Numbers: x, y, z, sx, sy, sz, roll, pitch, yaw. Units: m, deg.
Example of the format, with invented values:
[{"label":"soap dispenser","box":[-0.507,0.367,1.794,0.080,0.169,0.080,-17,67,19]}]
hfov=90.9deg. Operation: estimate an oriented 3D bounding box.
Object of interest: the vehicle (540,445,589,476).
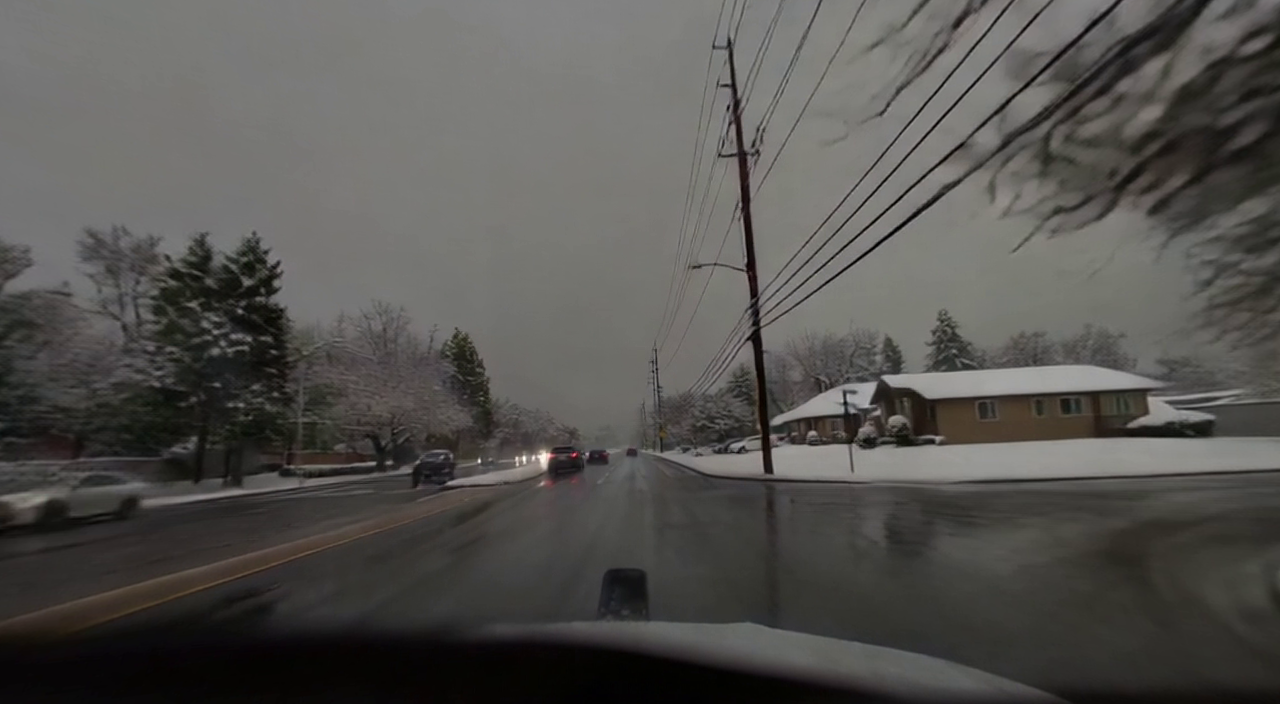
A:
[{"label":"vehicle","box":[-3.839,5.577,32.702,2.084,1.466,4.522,0,-9,-1]}]

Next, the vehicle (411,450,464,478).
[{"label":"vehicle","box":[-12.616,6.979,39.559,1.954,1.648,4.287,-1,-9,-1]}]

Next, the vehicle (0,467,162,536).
[{"label":"vehicle","box":[-15.990,4.007,17.415,1.937,1.480,4.755,0,-9,-1]}]
